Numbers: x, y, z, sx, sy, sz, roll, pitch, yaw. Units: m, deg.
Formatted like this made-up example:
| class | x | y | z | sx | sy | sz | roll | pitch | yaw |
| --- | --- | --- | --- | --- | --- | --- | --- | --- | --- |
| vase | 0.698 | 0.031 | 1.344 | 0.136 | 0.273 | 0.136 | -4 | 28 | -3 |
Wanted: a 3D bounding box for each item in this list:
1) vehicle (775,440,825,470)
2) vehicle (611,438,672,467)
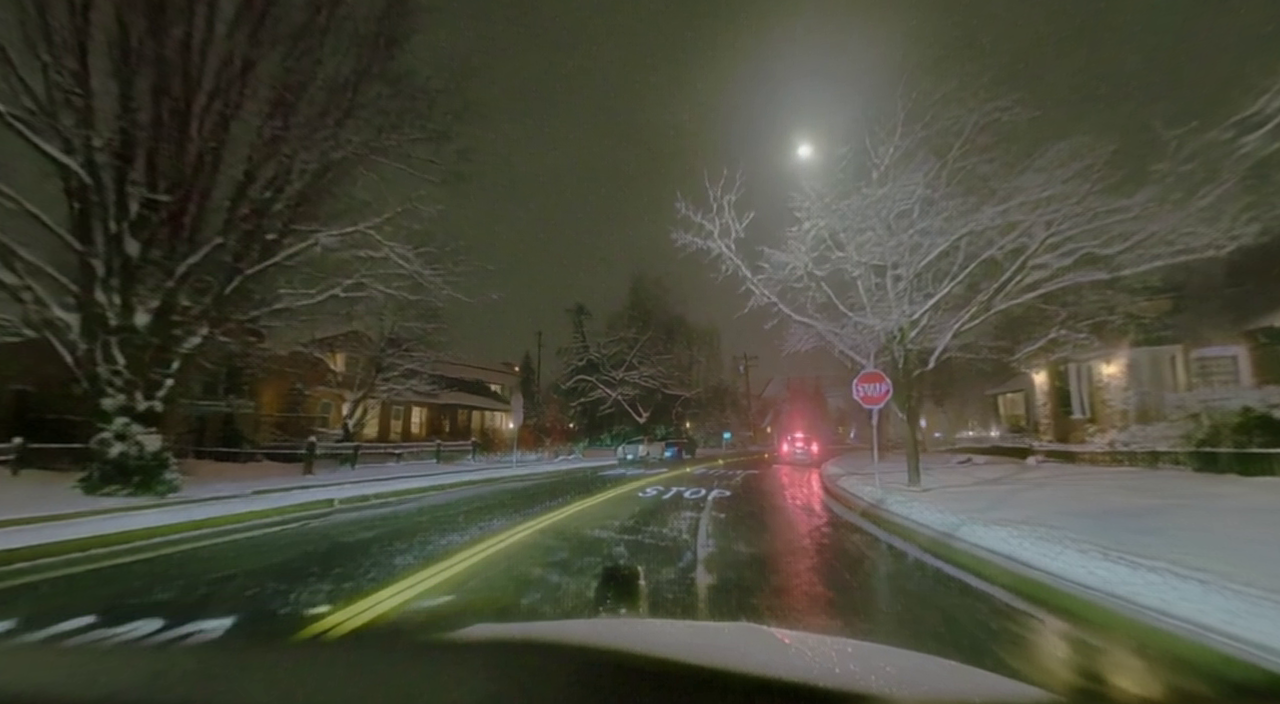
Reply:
| class | x | y | z | sx | sy | sz | roll | pitch | yaw |
| --- | --- | --- | --- | --- | --- | --- | --- | --- | --- |
| vehicle | 8.721 | 5.549 | 34.185 | 2.045 | 1.478 | 4.914 | -3 | -9 | 20 |
| vehicle | 0.179 | 6.234 | 39.388 | 2.030 | 1.696 | 4.828 | -4 | -9 | 23 |
